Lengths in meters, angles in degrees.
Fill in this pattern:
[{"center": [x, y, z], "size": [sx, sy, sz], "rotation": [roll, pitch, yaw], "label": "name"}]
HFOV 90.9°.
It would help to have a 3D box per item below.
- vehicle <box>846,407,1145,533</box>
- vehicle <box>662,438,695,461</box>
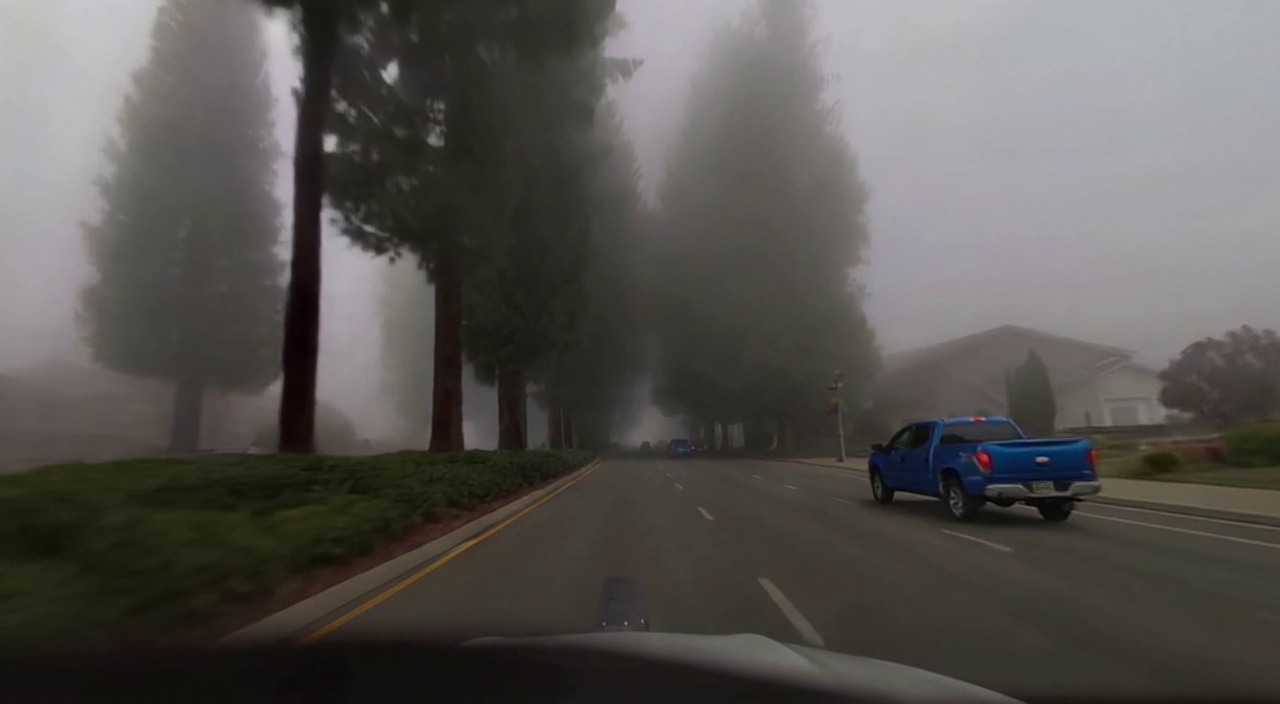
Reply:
[{"center": [5.978, 2.083, 11.820], "size": [2.262, 1.769, 5.666], "rotation": [0, -8, 0], "label": "vehicle"}, {"center": [2.819, 7.246, 46.984], "size": [2.061, 1.632, 4.222], "rotation": [0, -8, -1], "label": "vehicle"}]
